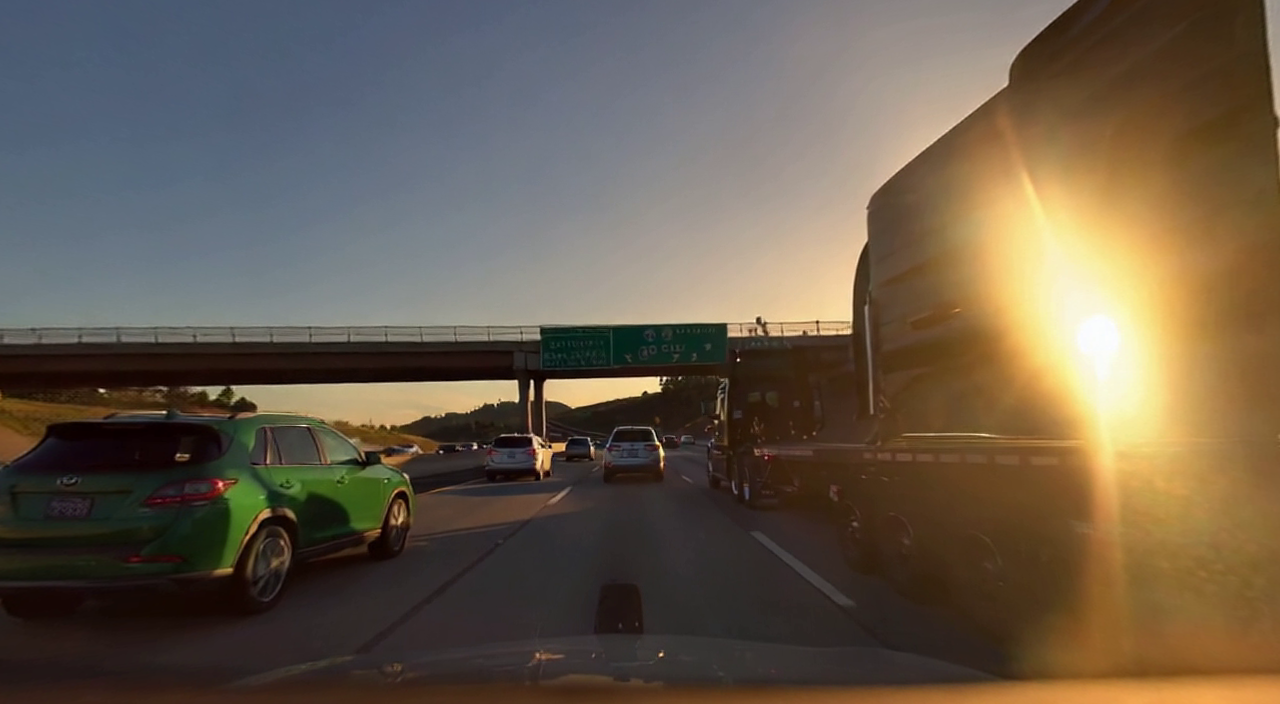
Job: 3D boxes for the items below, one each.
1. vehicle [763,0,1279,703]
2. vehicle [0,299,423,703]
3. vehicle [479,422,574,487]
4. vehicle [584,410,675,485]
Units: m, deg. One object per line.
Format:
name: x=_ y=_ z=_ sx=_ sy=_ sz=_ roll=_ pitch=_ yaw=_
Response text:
vehicle: x=3.634 y=-0.280 z=3.076 sx=2.852 sy=4.121 sz=16.210 roll=0 pitch=-8 yaw=0
vehicle: x=-3.438 y=1.001 z=4.215 sx=2.193 sy=1.803 sz=4.958 roll=0 pitch=-8 yaw=0
vehicle: x=-3.478 y=3.262 z=20.276 sx=2.120 sy=1.812 sz=4.659 roll=0 pitch=-8 yaw=1
vehicle: x=-0.340 y=3.259 z=21.675 sx=2.704 sy=2.216 sz=5.804 roll=0 pitch=-8 yaw=0
